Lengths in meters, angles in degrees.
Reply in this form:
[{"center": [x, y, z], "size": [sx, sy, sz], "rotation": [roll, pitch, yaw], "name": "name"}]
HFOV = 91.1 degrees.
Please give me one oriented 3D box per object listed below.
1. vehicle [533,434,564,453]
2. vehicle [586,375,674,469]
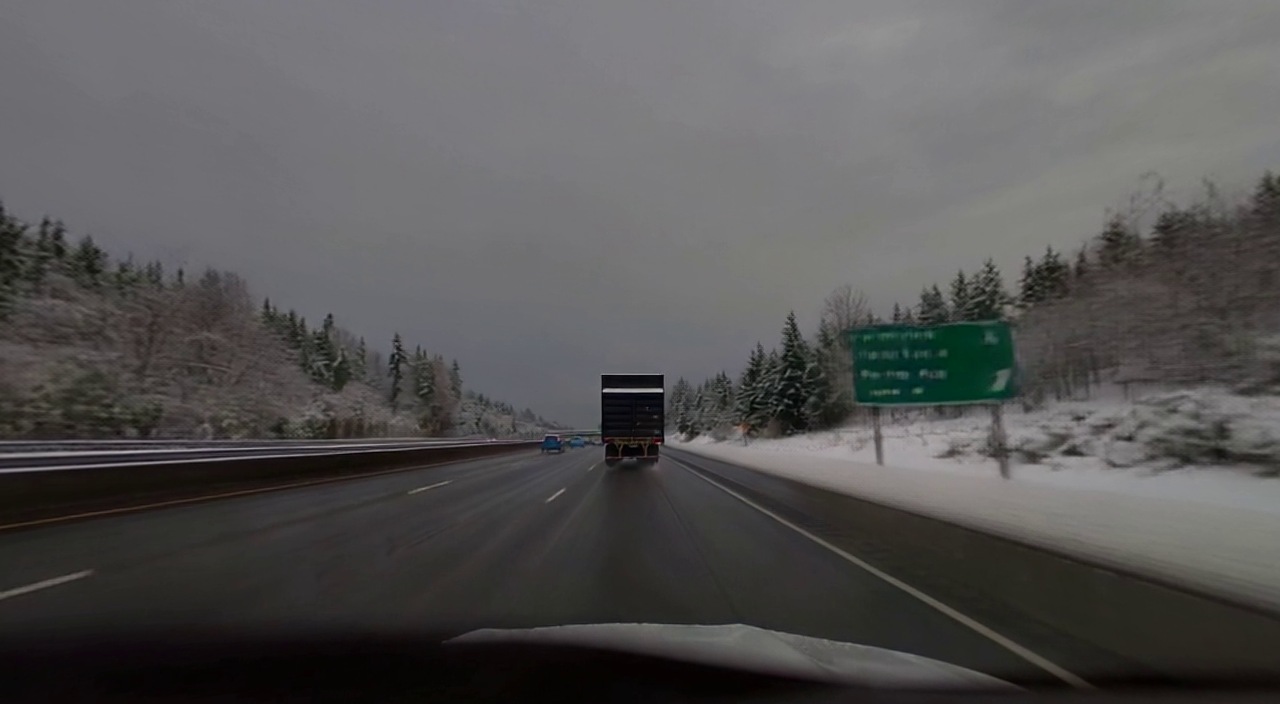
[{"center": [-7.167, 7.202, 49.649], "size": [1.856, 1.479, 3.710], "rotation": [0, -8, 0], "name": "vehicle"}, {"center": [-0.496, 3.506, 30.390], "size": [3.033, 3.223, 14.836], "rotation": [4, -7, -1], "name": "vehicle"}]
